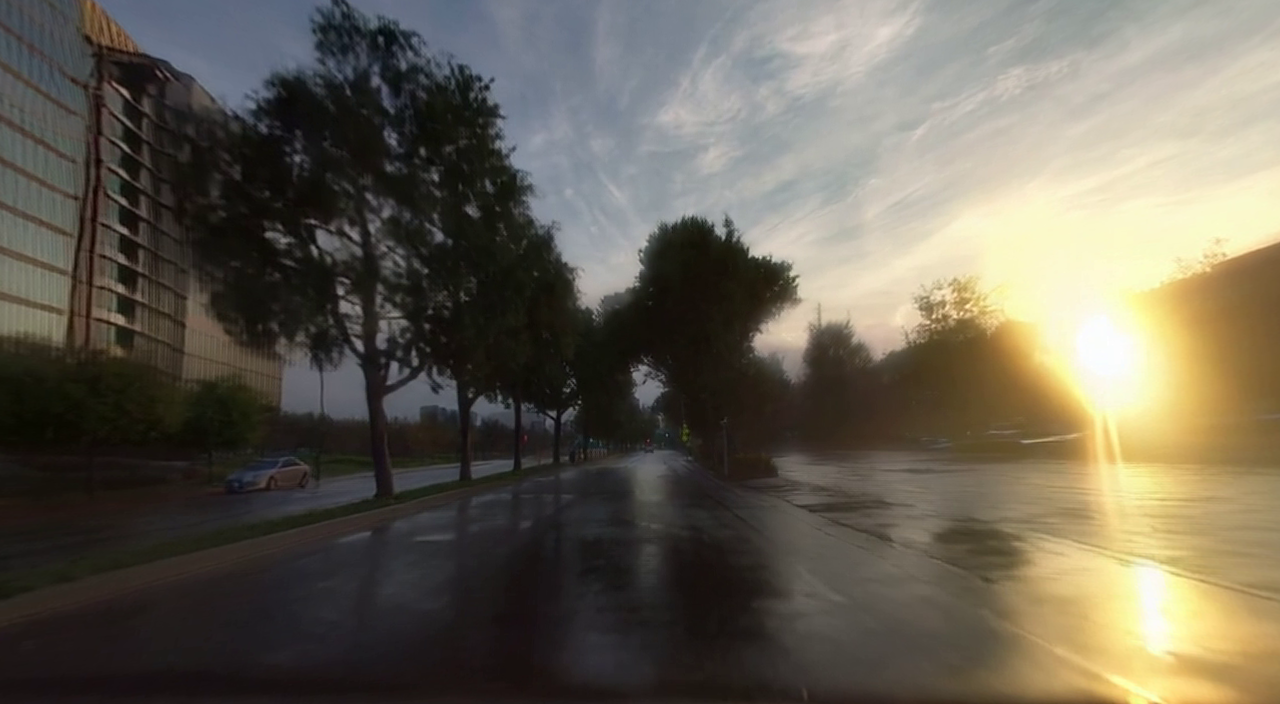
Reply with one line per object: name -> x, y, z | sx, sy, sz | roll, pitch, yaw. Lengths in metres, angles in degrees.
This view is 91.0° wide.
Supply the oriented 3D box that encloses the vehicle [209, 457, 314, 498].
vehicle -> -16.638, 5.523, 27.991 | 1.807, 1.570, 4.557 | 0, -9, 0
